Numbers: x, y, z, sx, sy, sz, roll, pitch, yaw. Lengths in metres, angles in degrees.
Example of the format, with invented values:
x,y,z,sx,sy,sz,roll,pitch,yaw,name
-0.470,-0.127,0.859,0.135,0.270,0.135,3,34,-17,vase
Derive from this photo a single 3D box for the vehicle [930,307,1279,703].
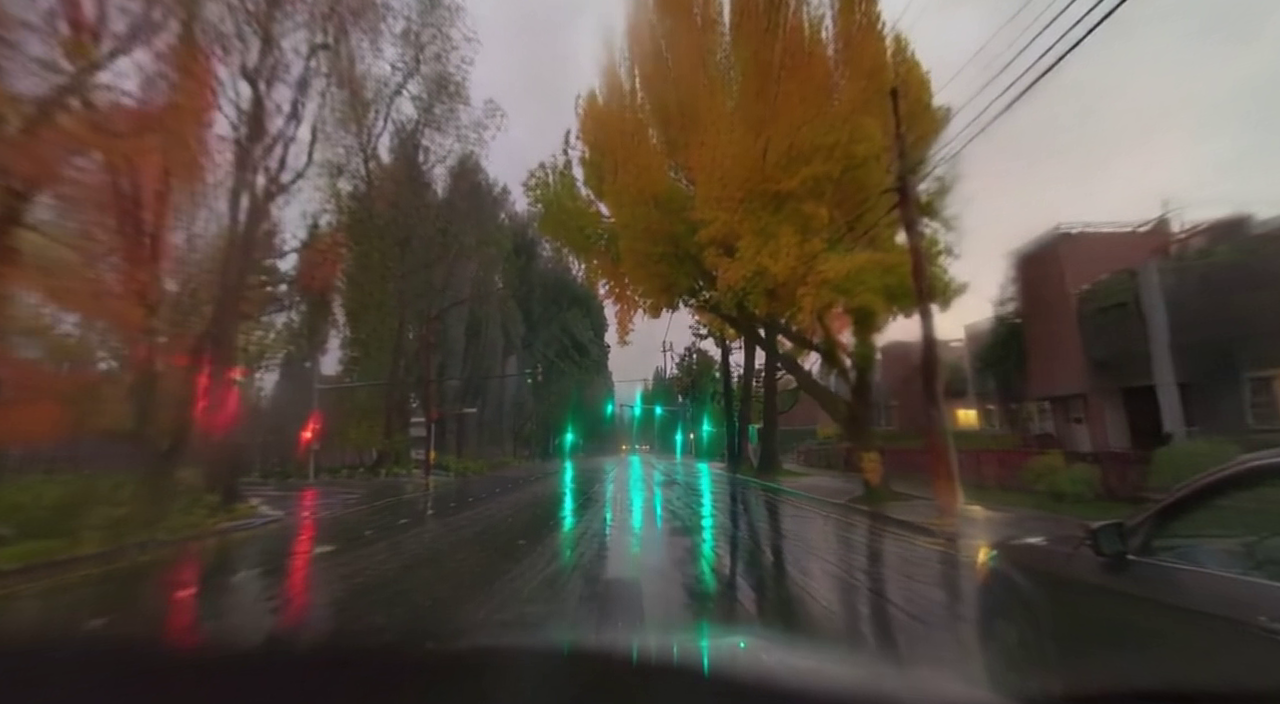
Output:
x,y,z,sx,sy,sz,roll,pitch,yaw,name
3.052,0.729,1.673,2.224,1.791,4.834,0,-9,0,vehicle
